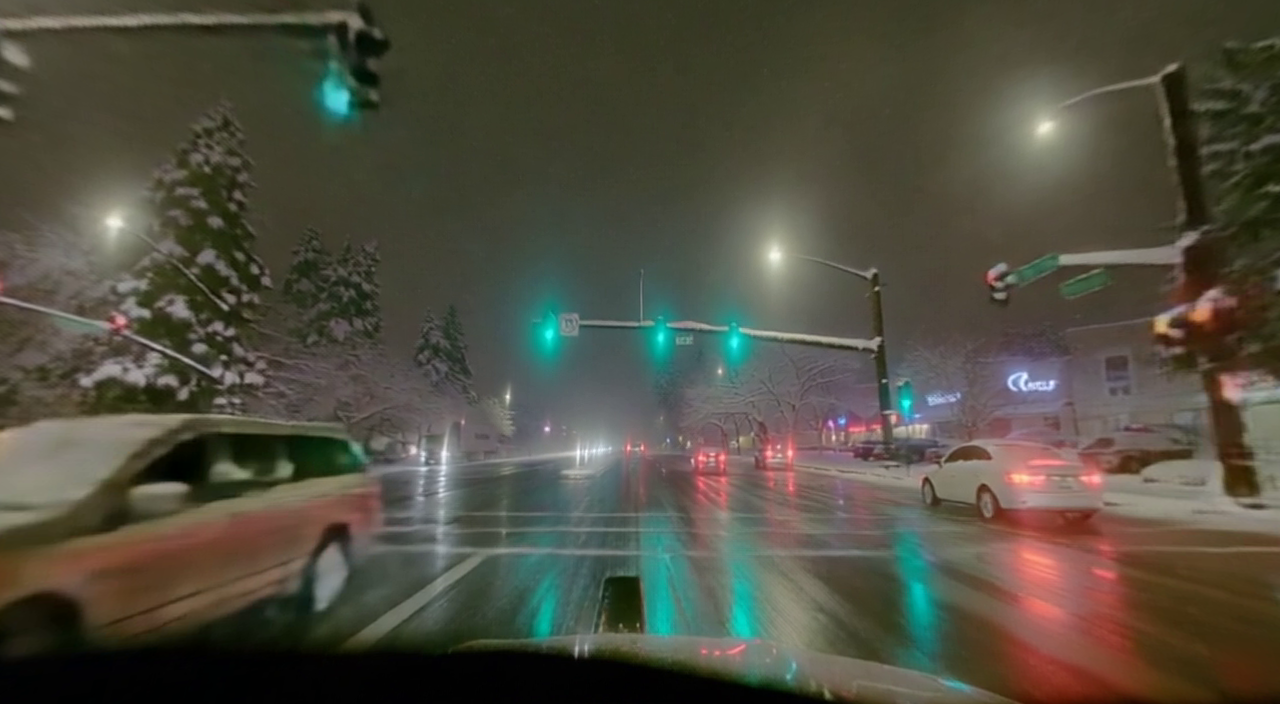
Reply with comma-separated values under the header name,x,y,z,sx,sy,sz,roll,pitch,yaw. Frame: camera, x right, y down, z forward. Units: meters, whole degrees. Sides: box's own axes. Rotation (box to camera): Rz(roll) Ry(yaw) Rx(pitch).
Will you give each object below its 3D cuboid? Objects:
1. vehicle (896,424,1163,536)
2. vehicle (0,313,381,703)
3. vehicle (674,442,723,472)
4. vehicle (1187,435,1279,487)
name,x,y,z,sx,sy,sz,roll,pitch,yaw
vehicle,6.815,2.272,11.879,2.002,1.651,4.647,0,-8,-1
vehicle,-3.416,0.887,2.986,2.304,1.794,5.004,0,-8,-1
vehicle,3.065,5.620,33.995,2.099,1.463,4.365,0,-8,-2
vehicle,19.388,3.345,19.657,4.235,1.465,2.109,4,-10,-28
